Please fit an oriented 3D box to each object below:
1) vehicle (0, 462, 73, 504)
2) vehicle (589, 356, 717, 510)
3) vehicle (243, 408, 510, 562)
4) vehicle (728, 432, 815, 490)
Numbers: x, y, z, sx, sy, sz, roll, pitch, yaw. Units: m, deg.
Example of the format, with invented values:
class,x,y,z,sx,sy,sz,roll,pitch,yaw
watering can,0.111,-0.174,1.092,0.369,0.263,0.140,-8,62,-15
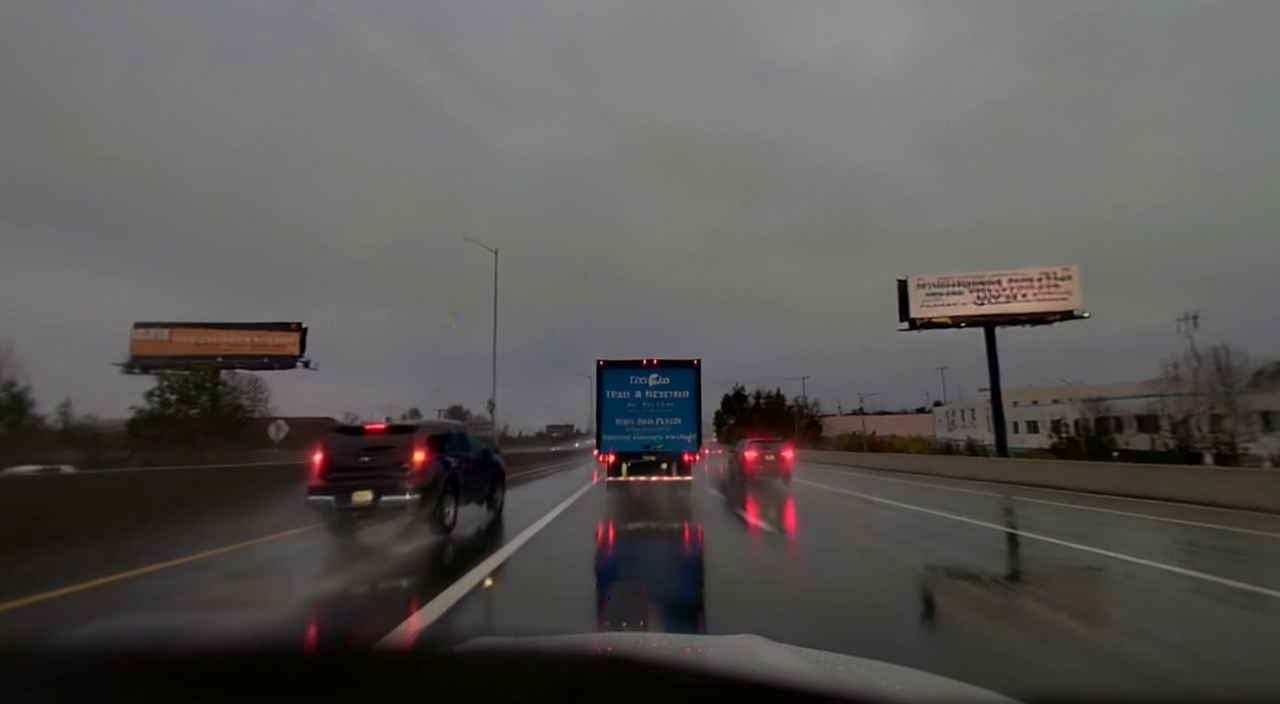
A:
class,x,y,z,sx,sy,sz,roll,pitch,yaw
vehicle,-27.033,5.559,26.810,1.816,1.581,4.070,-1,-8,6
vehicle,0.360,2.351,17.881,2.733,3.296,8.571,0,-8,1
vehicle,-3.596,1.898,9.732,2.133,1.808,4.349,0,-8,1
vehicle,4.286,3.618,21.256,1.986,1.718,4.296,0,-8,0
